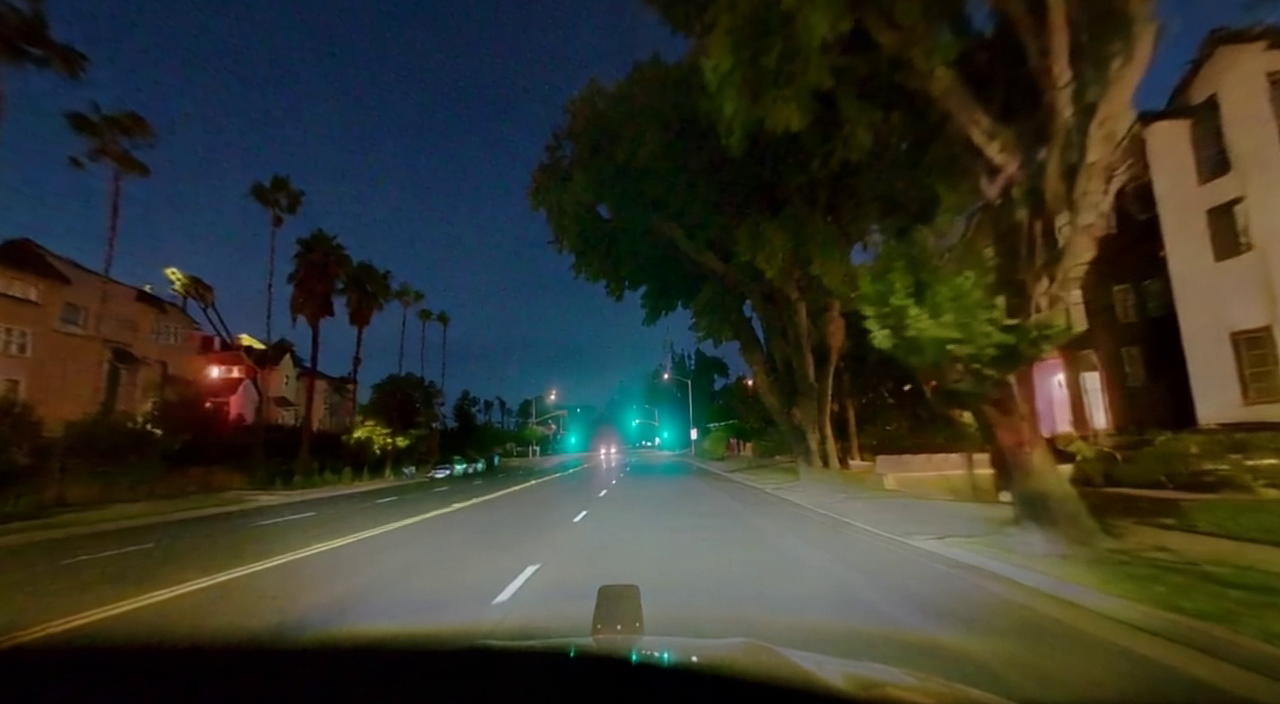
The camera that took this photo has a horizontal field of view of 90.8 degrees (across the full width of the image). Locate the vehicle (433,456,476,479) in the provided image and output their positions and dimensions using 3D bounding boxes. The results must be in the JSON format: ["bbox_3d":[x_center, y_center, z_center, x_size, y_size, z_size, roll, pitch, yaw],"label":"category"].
[{"bbox_3d":[-13.761,8.574,47.133,1.885,1.490,4.635,0,-8,-1],"label":"vehicle"}]
